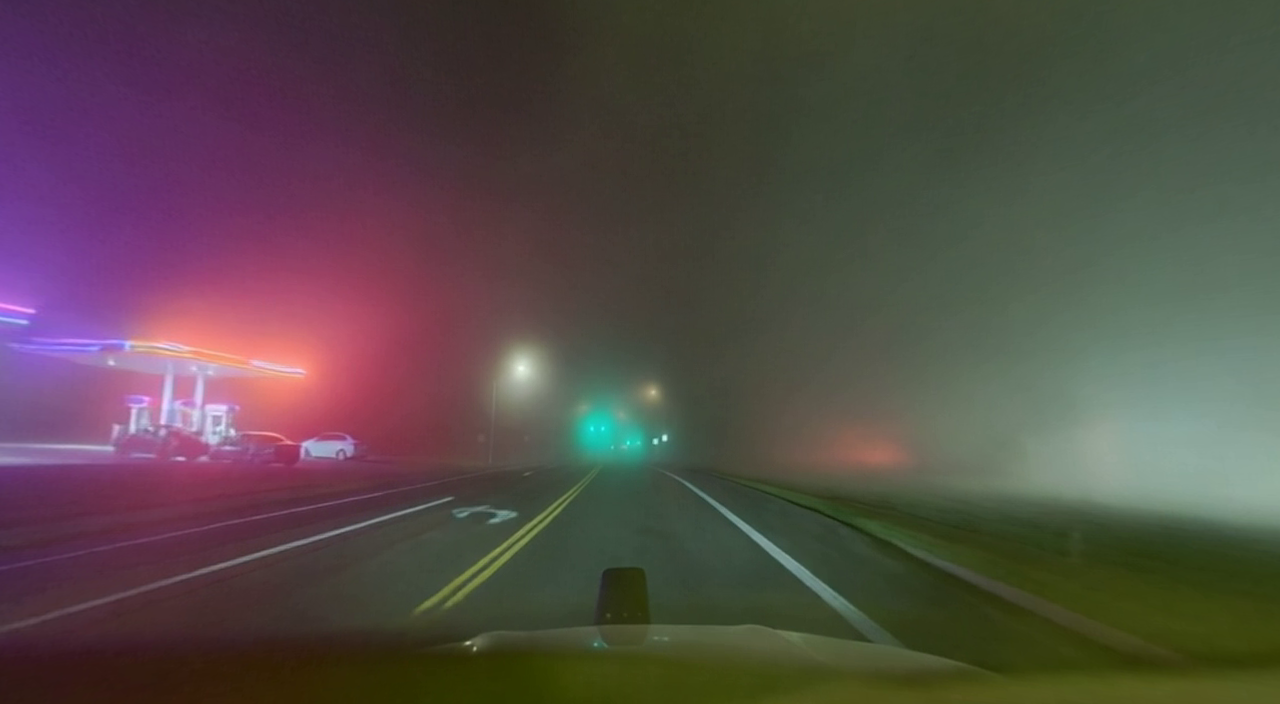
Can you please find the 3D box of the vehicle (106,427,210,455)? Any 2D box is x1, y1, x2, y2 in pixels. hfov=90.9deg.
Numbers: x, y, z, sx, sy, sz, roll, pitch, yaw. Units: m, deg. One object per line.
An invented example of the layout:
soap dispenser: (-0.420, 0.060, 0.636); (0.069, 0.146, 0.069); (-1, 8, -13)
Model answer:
vehicle: (-27.998, 5.186, 36.680); (4.505, 1.523, 1.873); (8, -12, -42)

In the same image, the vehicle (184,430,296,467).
vehicle: (-21.702, 5.244, 34.320); (4.907, 1.827, 2.121); (6, -10, -34)

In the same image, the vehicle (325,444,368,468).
vehicle: (-19.319, 6.882, 41.702); (1.885, 1.490, 4.474); (4, -10, -17)
